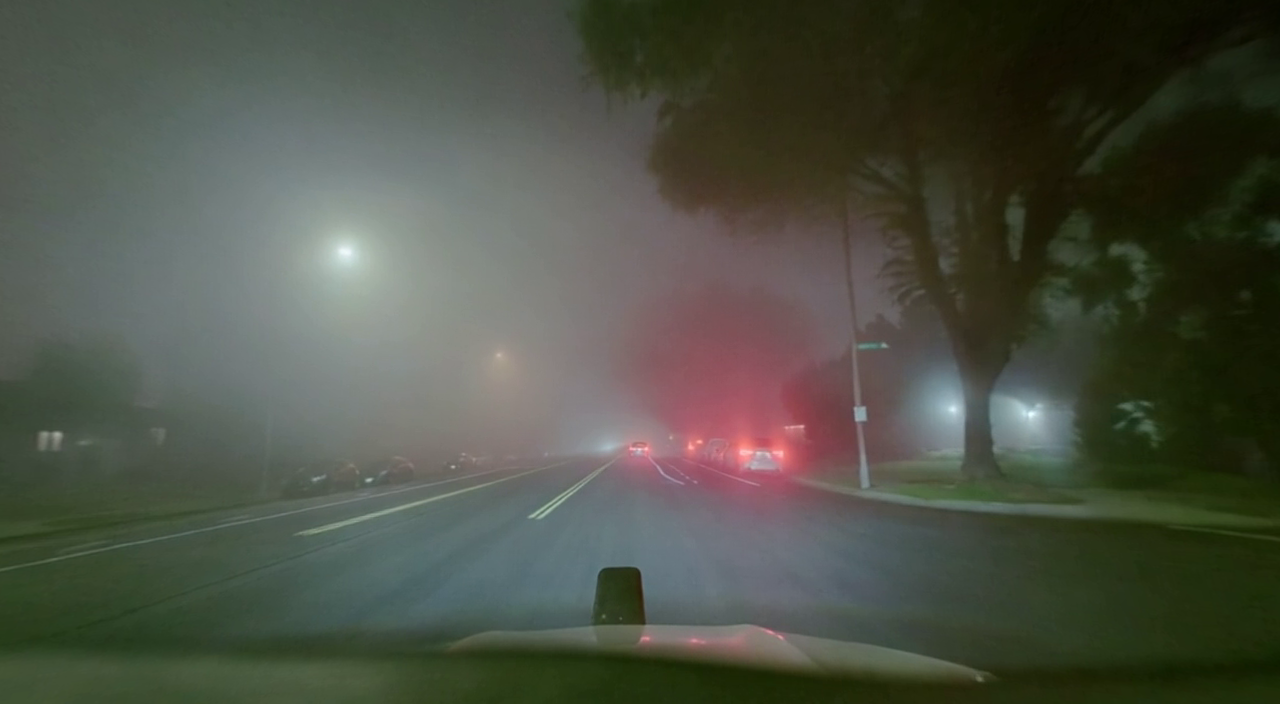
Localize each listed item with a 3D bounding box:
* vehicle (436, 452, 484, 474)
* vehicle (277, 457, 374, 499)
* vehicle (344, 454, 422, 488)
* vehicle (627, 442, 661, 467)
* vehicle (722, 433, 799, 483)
[{"bbox_3d":[-12.924,7.984,45.677,1.969,1.490,4.675,0,-9,1],"label":"vehicle"},{"bbox_3d":[-12.868,5.147,26.177,1.834,1.467,4.357,0,-9,-1],"label":"vehicle"},{"bbox_3d":[-12.775,5.921,31.786,1.880,1.523,4.833,0,-9,1],"label":"vehicle"},{"bbox_3d":[0.192,6.356,39.448,2.022,1.471,3.973,0,-9,-1],"label":"vehicle"},{"bbox_3d":[4.794,4.296,25.867,2.022,1.799,5.105,0,-9,-1],"label":"vehicle"}]
